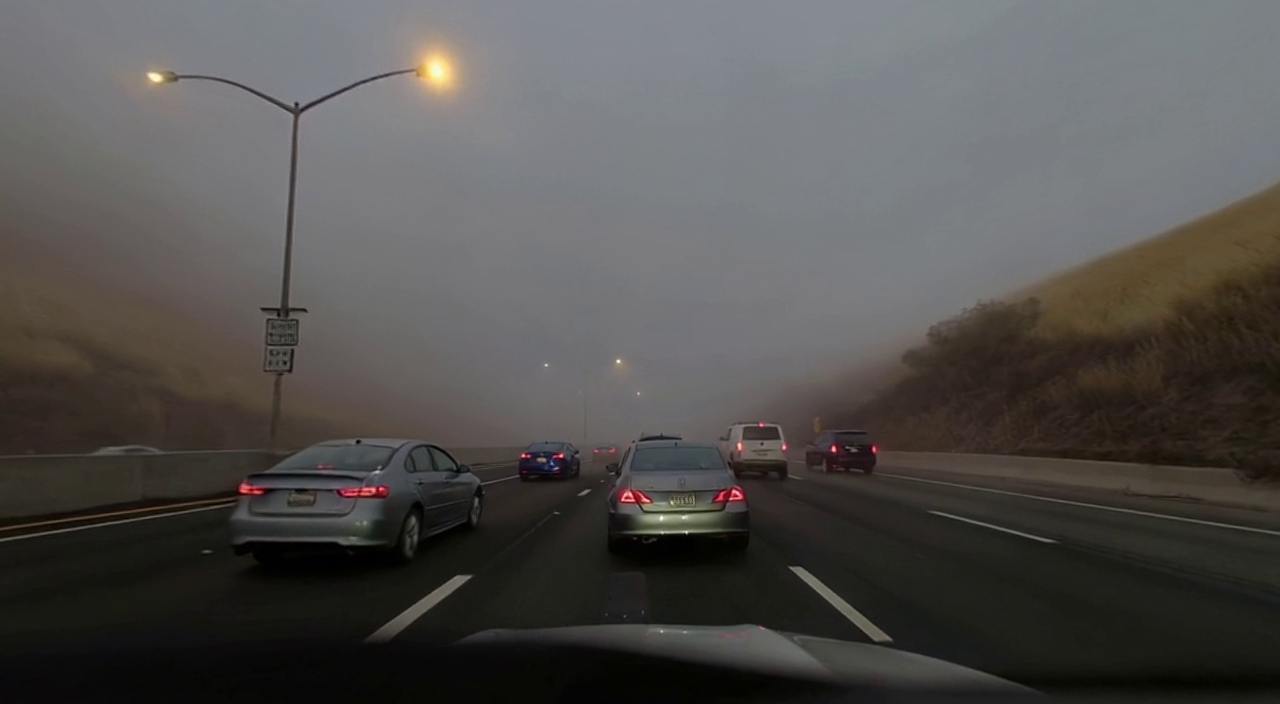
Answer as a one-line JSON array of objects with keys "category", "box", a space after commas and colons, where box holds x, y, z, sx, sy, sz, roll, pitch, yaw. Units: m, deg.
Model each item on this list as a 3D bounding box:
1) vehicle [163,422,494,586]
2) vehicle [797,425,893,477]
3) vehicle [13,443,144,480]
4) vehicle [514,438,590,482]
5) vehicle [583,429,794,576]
[{"category": "vehicle", "box": [-3.434, 1.752, 8.144, 2.033, 1.513, 4.333, 0, -8, 1]}, {"category": "vehicle", "box": [7.593, 3.714, 23.894, 2.071, 1.754, 4.586, 0, -8, 0]}, {"category": "vehicle", "box": [-24.812, 4.818, 28.136, 1.800, 1.498, 4.371, 0, -8, 0]}, {"category": "vehicle", "box": [-3.119, 3.933, 23.252, 2.017, 1.446, 4.384, -1, -8, 2]}, {"category": "vehicle", "box": [0.498, 1.781, 8.235, 2.072, 1.431, 3.904, 0, -8, 1]}]
